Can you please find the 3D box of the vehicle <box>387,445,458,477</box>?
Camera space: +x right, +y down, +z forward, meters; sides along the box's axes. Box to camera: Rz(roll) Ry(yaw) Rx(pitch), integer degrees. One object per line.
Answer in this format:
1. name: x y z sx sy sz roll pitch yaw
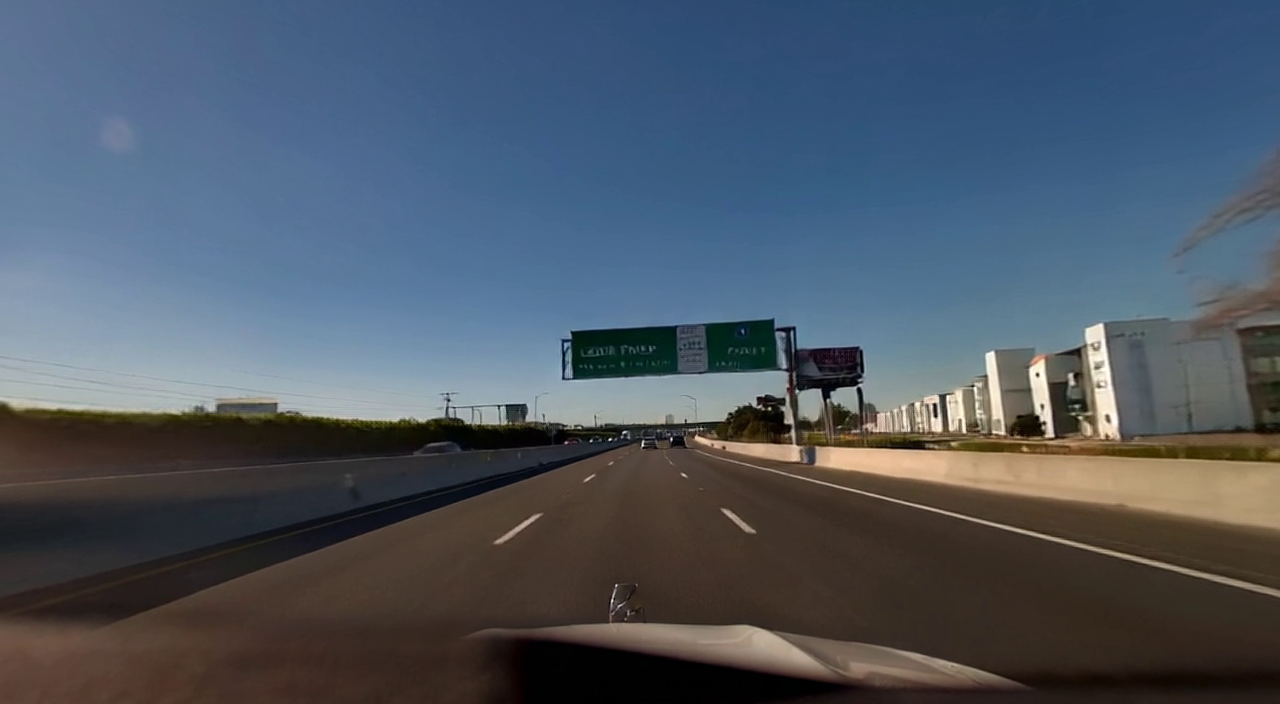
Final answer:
1. vehicle: -10.876 5.459 31.889 1.894 1.492 4.480 0 -8 1
